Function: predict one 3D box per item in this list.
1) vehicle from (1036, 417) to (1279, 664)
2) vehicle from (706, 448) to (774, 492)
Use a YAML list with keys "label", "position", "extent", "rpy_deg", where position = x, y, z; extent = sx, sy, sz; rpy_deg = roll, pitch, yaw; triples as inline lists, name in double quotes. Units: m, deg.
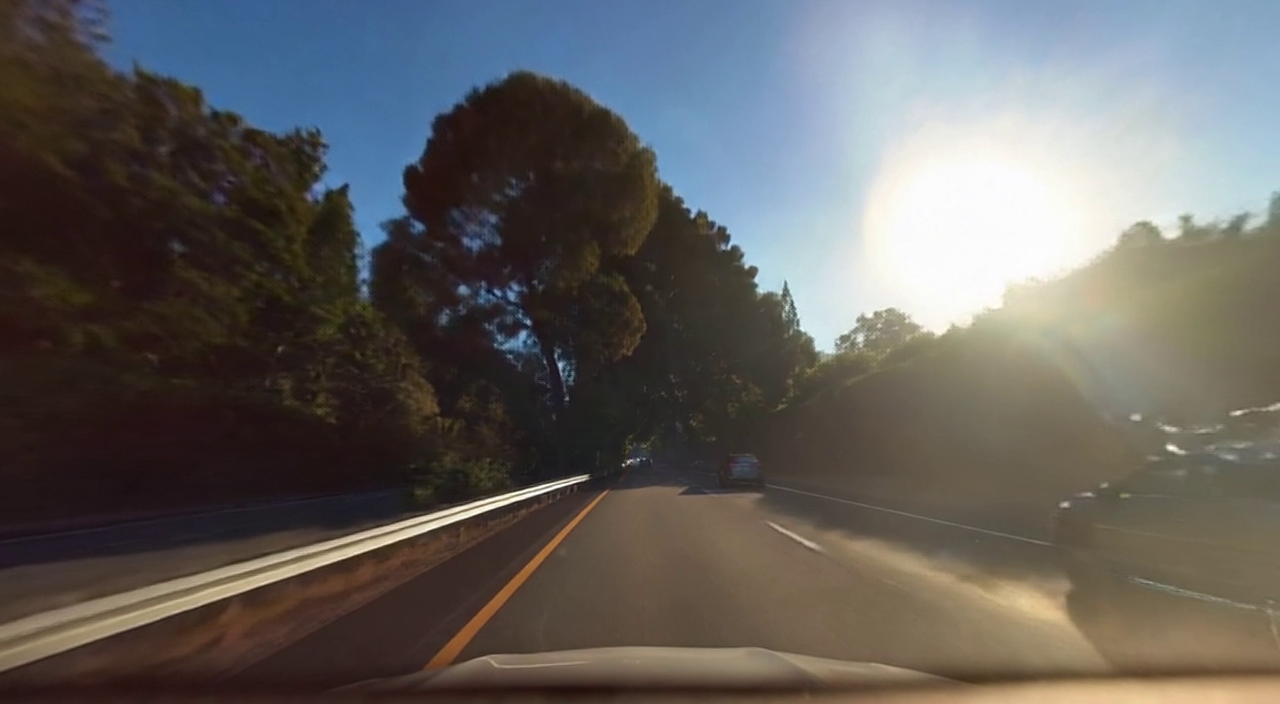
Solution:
- label: "vehicle"
  position: [4.961, 1.242, 4.390]
  extent: [1.964, 1.513, 3.707]
  rpy_deg: [0, -9, 0]
- label: "vehicle"
  position: [4.109, 4.931, 26.683]
  extent: [2.122, 1.662, 4.392]
  rpy_deg: [0, -9, 0]
